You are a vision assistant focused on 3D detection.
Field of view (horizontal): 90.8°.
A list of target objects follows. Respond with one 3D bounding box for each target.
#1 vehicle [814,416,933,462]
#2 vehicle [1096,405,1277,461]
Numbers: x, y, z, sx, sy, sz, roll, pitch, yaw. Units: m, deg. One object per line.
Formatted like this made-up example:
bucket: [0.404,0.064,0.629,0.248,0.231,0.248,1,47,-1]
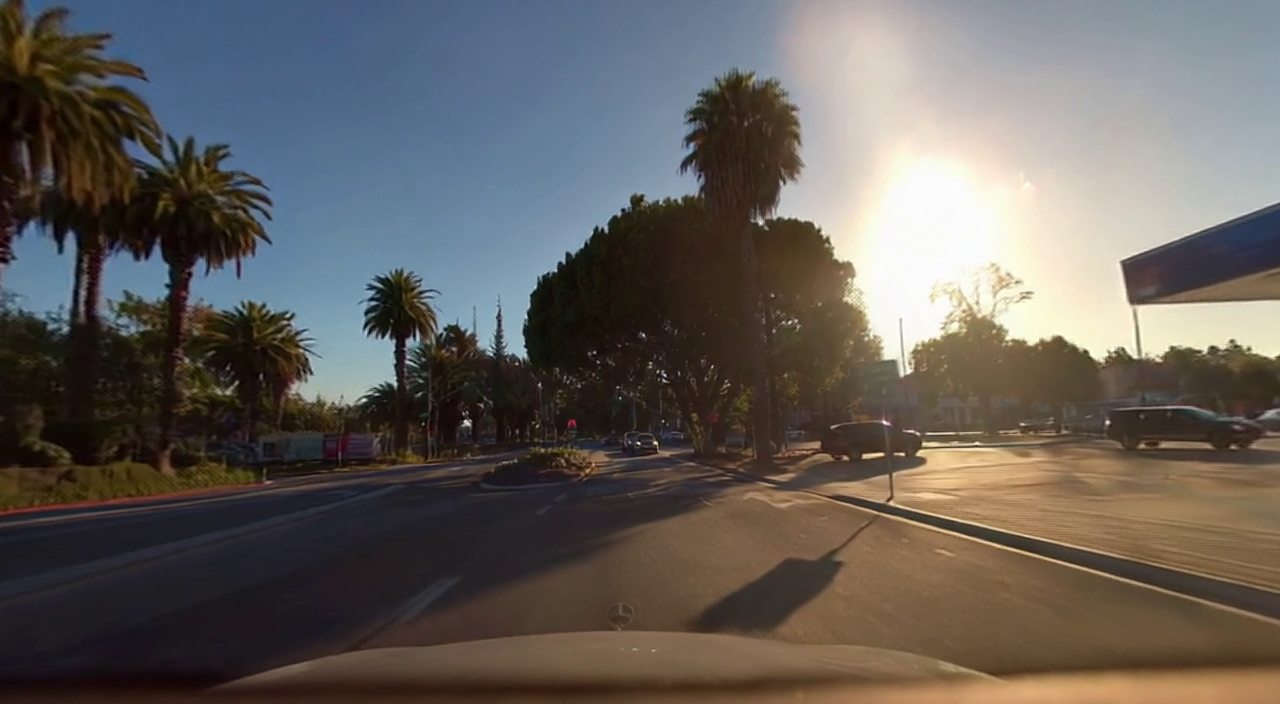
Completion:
vehicle: [11.697,4.369,31.453,6.059,2.082,2.703,7,-11,-38]
vehicle: [18.441,2.761,21.483,4.389,1.803,1.849,0,-8,-1]
